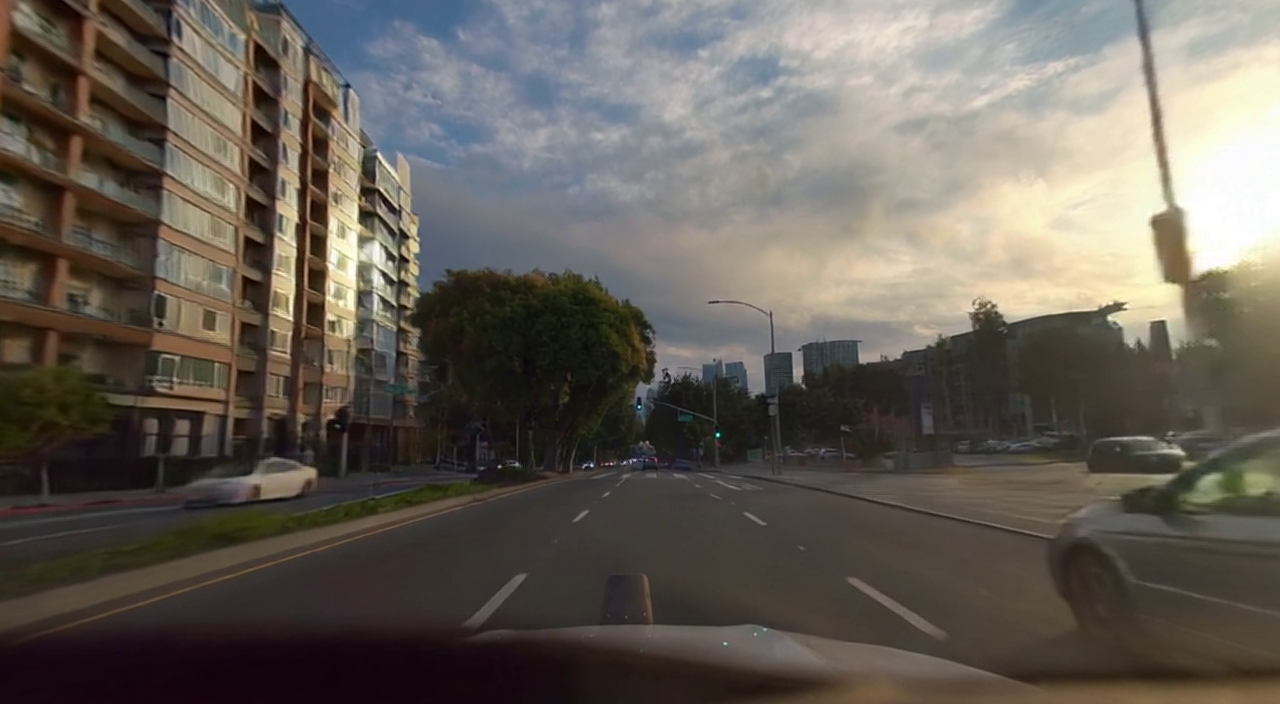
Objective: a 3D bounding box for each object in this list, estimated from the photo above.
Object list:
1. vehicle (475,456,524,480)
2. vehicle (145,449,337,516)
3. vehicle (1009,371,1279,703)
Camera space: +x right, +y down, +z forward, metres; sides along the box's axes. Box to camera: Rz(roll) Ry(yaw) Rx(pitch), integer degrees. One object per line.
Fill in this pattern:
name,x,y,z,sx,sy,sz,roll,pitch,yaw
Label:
vehicle,-9.542,7.894,43.096,2.004,1.469,4.724,-1,-9,3
vehicle,-10.375,3.385,16.965,1.957,1.482,4.706,0,-9,2
vehicle,3.614,0.854,2.440,1.949,1.583,3.996,0,-9,1
